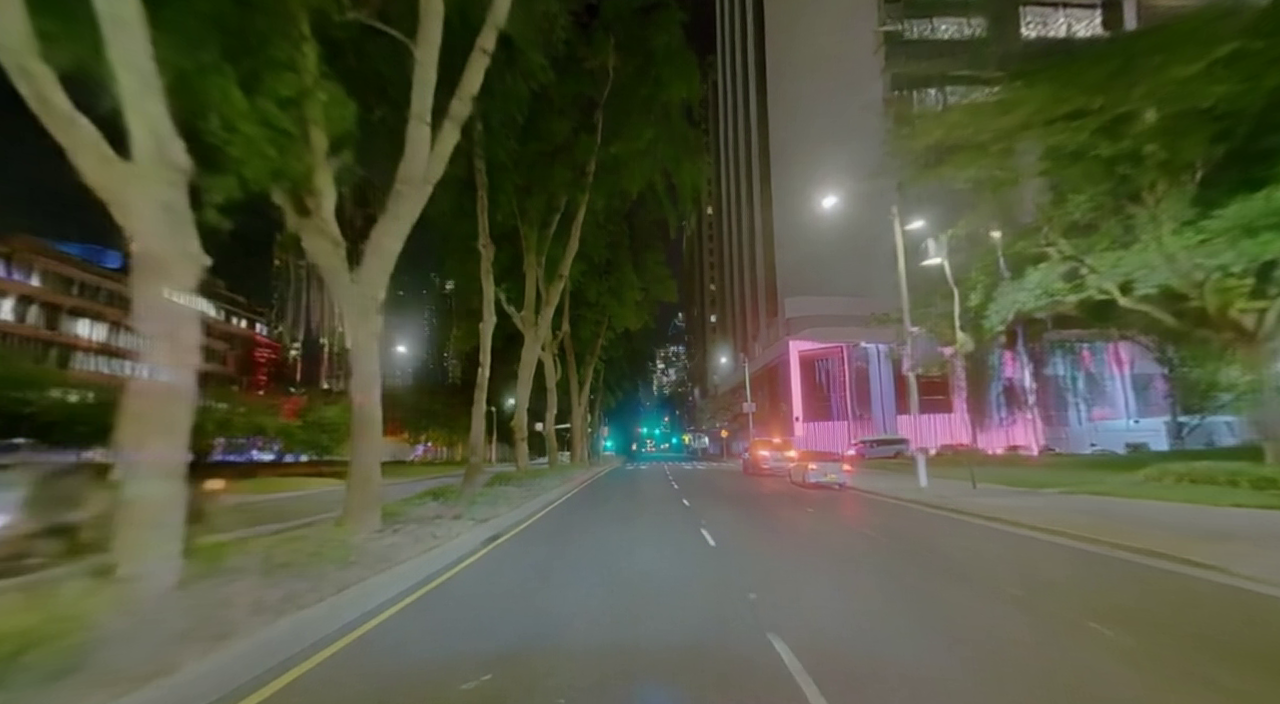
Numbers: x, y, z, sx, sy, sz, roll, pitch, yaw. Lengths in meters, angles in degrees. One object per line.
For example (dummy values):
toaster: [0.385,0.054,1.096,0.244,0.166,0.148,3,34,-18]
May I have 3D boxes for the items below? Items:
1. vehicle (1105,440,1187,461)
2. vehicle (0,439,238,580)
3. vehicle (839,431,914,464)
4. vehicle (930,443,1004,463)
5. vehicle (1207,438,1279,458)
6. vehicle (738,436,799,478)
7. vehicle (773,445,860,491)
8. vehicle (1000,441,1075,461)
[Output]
vehicle: [38.593,7.520,48.117,4.519,1.466,1.996,0,-8,1]
vehicle: [-8.345,2.104,9.135,1.982,1.608,4.519,0,-9,1]
vehicle: [18.260,7.381,48.777,4.826,2.368,2.263,-1,-7,-1]
vehicle: [25.305,7.798,48.826,4.733,1.494,1.794,0,-9,0]
vehicle: [46.666,7.383,48.322,4.463,1.475,1.955,0,-8,0]
vehicle: [6.374,5.275,31.874,2.045,1.890,4.876,0,-9,0]
vehicle: [6.379,4.226,23.352,1.948,1.511,4.623,0,-9,1]
vehicle: [30.513,7.632,48.449,4.373,1.489,1.908,0,-9,1]
